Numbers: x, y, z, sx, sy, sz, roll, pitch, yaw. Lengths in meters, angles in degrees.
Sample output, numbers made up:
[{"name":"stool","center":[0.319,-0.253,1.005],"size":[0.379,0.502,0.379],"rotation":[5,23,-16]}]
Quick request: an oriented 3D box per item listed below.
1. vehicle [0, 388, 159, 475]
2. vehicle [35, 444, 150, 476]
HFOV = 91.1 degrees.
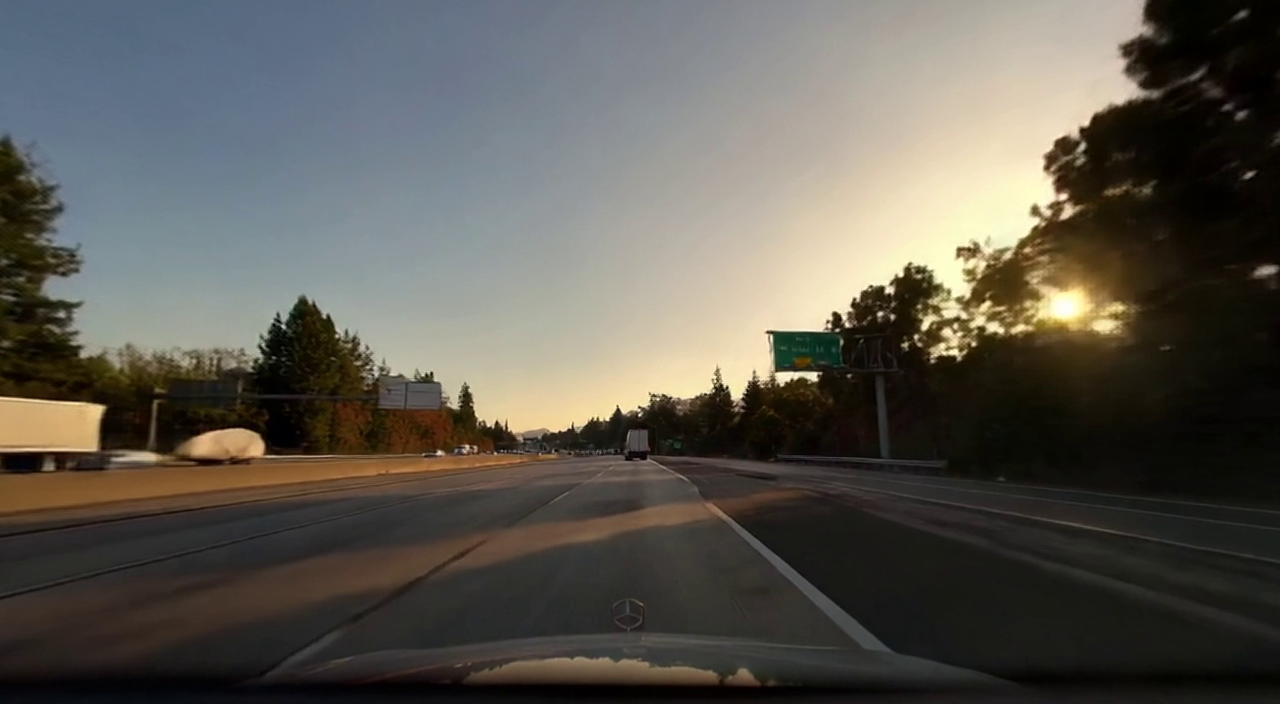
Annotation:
[{"name":"vehicle","center":[-32.537,4.122,32.137],"size":[2.884,4.194,16.639],"rotation":[0,-8,-1]},{"name":"vehicle","center":[-28.193,5.542,32.563],"size":[1.851,1.549,4.520],"rotation":[0,-8,0]}]
